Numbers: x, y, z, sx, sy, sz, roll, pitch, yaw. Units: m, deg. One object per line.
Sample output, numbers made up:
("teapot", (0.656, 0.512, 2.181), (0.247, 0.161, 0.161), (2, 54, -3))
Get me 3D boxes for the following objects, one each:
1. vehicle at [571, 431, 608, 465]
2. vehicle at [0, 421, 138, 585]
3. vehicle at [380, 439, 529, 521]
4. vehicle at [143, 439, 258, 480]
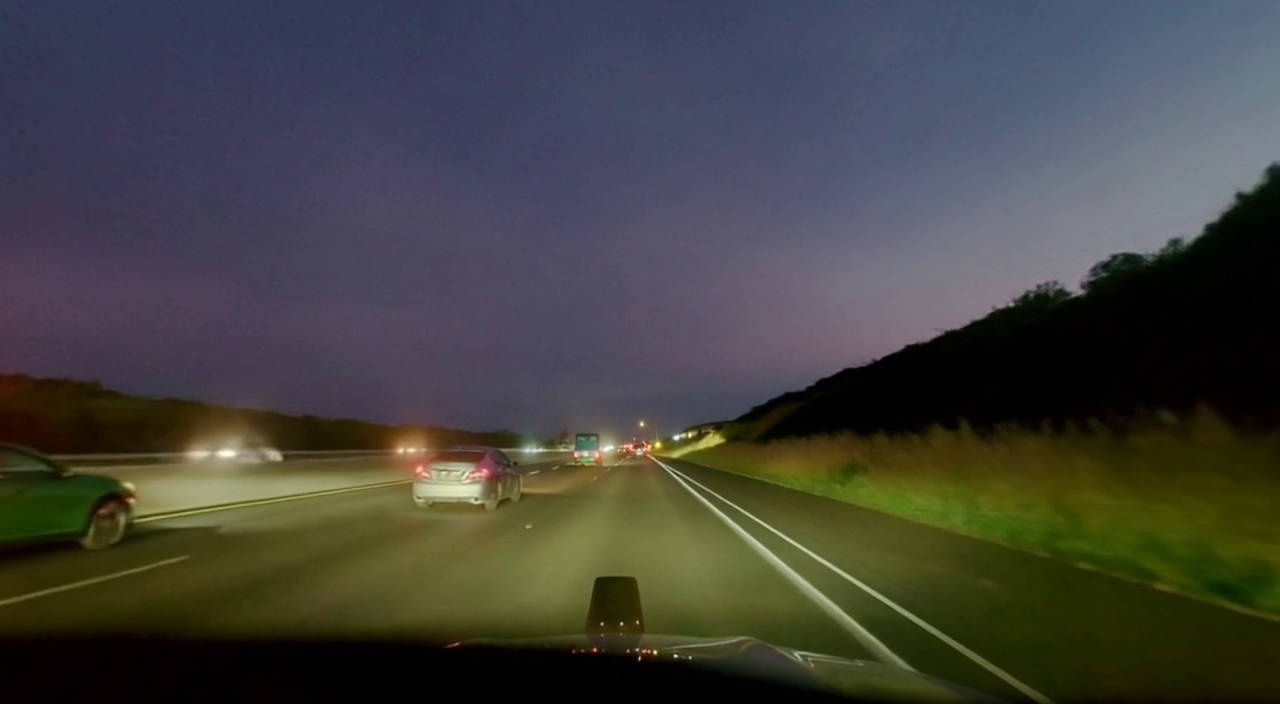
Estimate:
("vehicle", (-3.788, 7.357, 48.266), (2.290, 2.453, 5.561), (0, -9, 1))
("vehicle", (-7.222, 1.378, 5.558), (2.091, 1.558, 4.220), (0, -9, 0))
("vehicle", (-3.670, 2.603, 13.306), (1.924, 1.436, 3.915), (0, -9, 1))
("vehicle", (-19.457, 4.761, 28.232), (1.900, 1.660, 4.472), (0, -9, 0))
